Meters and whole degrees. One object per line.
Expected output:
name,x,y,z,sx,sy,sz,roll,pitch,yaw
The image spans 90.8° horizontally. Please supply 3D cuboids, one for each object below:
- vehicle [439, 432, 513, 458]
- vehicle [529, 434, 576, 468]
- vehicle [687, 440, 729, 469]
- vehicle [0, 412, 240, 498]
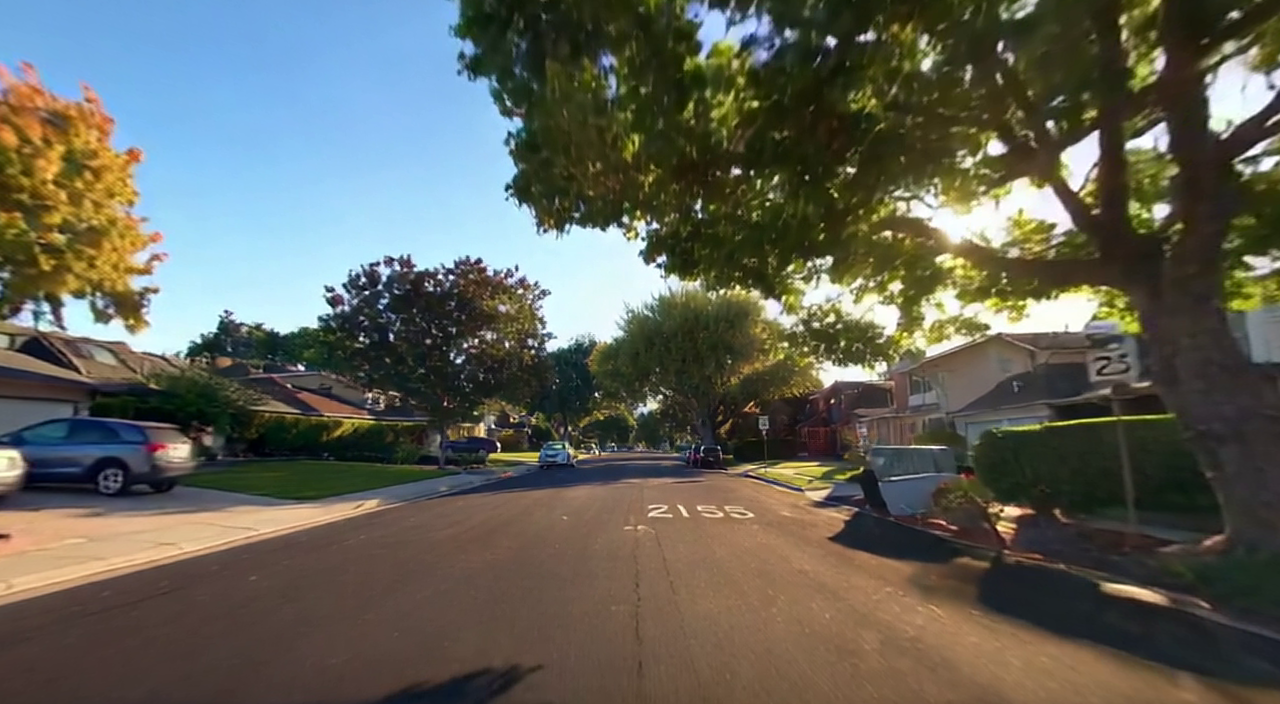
vehicle,-12.447,7.067,48.086,5.024,1.903,2.102,0,-9,1
vehicle,-5.539,6.401,40.815,2.322,1.949,5.695,-1,-9,-1
vehicle,4.227,6.440,39.923,2.033,1.730,4.554,0,-9,-1
vehicle,-11.520,2.180,13.498,4.599,1.671,1.942,0,-9,2
